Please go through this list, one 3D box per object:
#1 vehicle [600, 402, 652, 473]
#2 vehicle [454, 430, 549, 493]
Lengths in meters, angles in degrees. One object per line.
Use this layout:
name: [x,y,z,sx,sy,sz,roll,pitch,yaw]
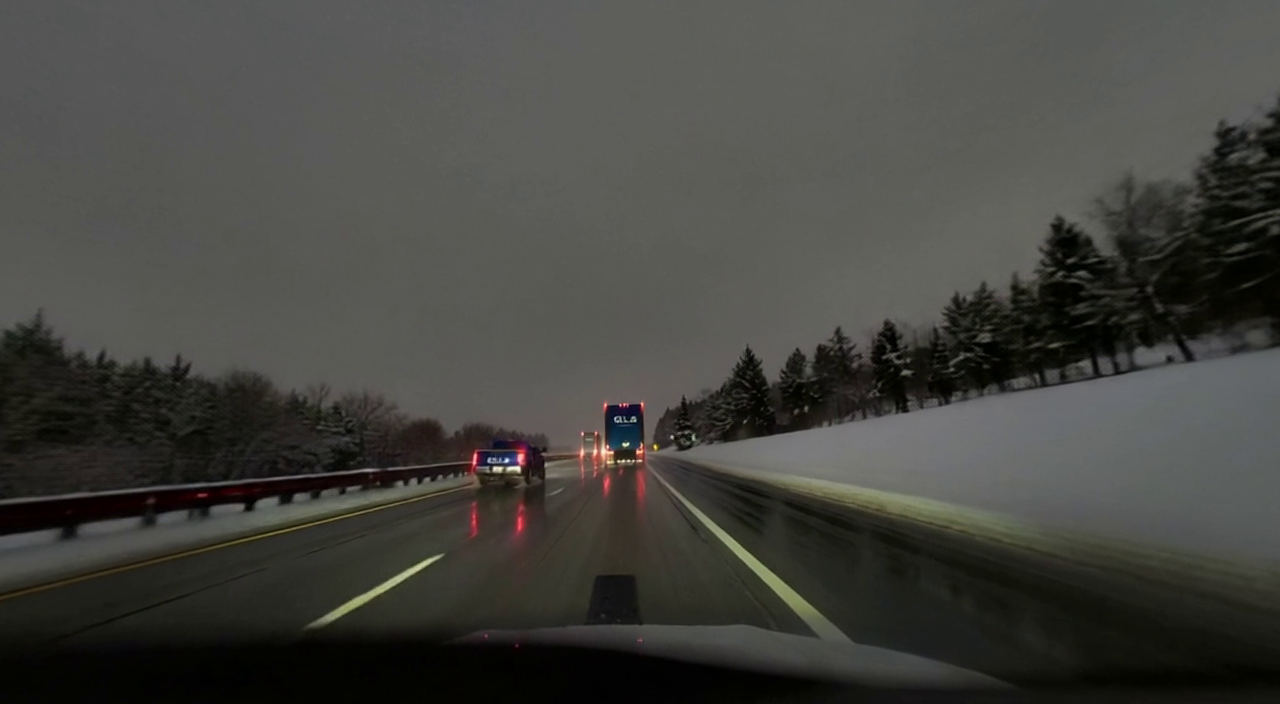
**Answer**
vehicle: [-0.925,5.638,40.881,2.923,4.007,9.760,0,-9,-2]
vehicle: [-4.667,3.810,22.150,2.226,1.935,5.130,0,-9,-1]
